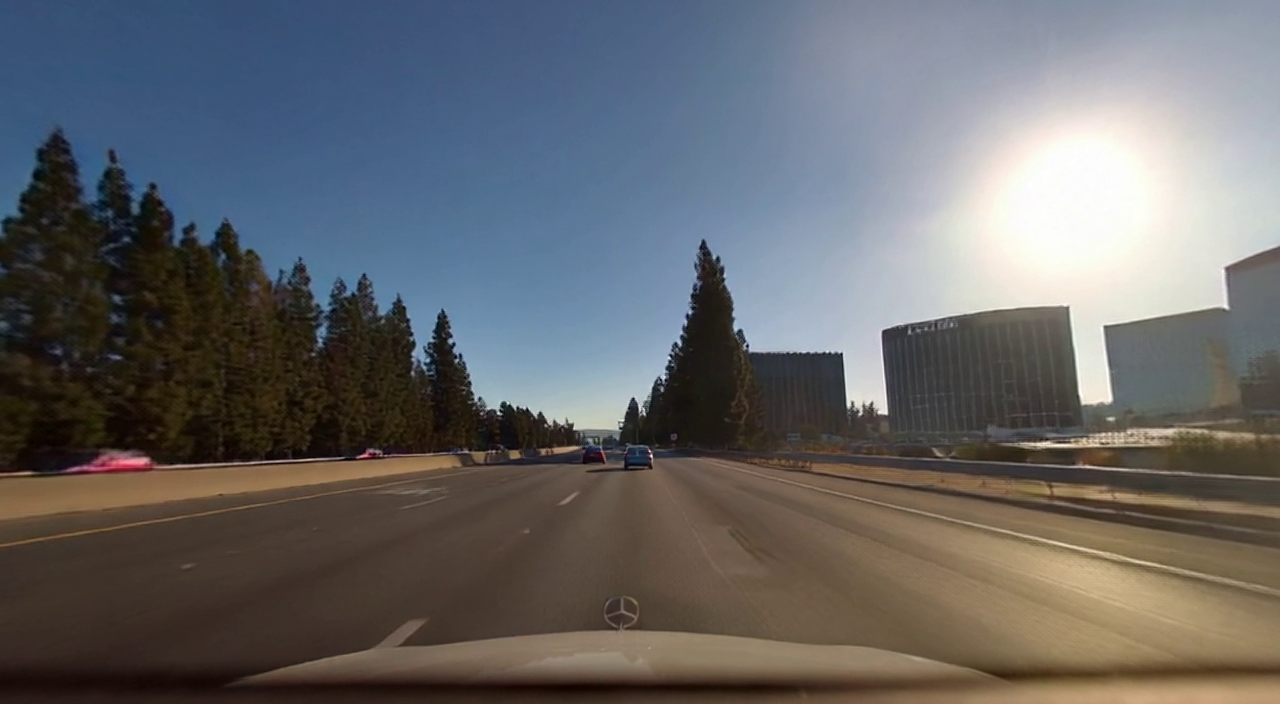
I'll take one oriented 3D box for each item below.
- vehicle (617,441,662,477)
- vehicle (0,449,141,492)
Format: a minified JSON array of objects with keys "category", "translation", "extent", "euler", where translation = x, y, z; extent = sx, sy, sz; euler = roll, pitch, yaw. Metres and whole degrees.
[{"category":"vehicle","translation":[-0.048,5.927,35.102],"extent":[2.302,1.810,4.707],"euler":[0,-8,-1]},{"category":"vehicle","translation":[-26.863,5.535,29.814],"extent":[2.019,1.778,5.299],"euler":[0,-8,0]}]
